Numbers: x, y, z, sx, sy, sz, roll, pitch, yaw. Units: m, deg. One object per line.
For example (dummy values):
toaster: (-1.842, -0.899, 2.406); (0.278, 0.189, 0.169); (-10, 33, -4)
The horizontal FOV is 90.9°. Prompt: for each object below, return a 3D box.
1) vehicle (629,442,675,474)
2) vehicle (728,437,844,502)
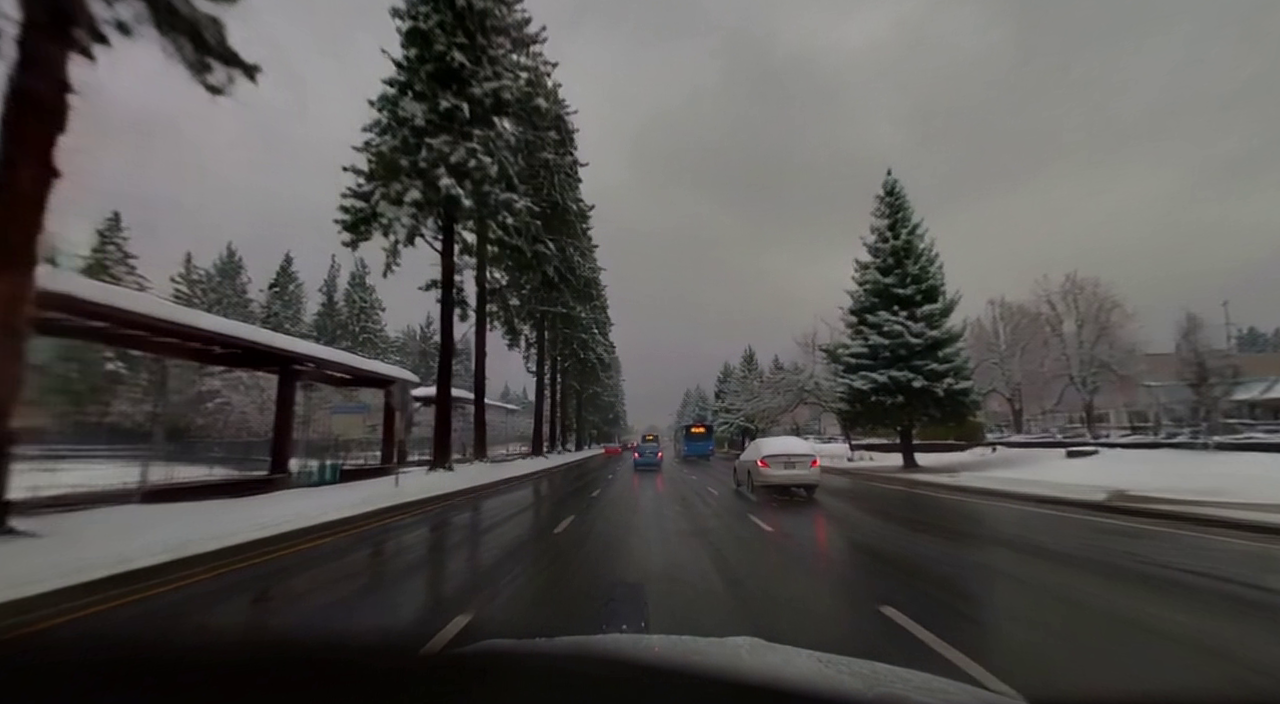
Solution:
vehicle: (0.560, 5.313, 31.899); (2.144, 1.505, 4.128); (0, -8, 0)
vehicle: (3.739, 3.085, 17.008); (2.067, 1.497, 4.327); (0, -8, 0)
